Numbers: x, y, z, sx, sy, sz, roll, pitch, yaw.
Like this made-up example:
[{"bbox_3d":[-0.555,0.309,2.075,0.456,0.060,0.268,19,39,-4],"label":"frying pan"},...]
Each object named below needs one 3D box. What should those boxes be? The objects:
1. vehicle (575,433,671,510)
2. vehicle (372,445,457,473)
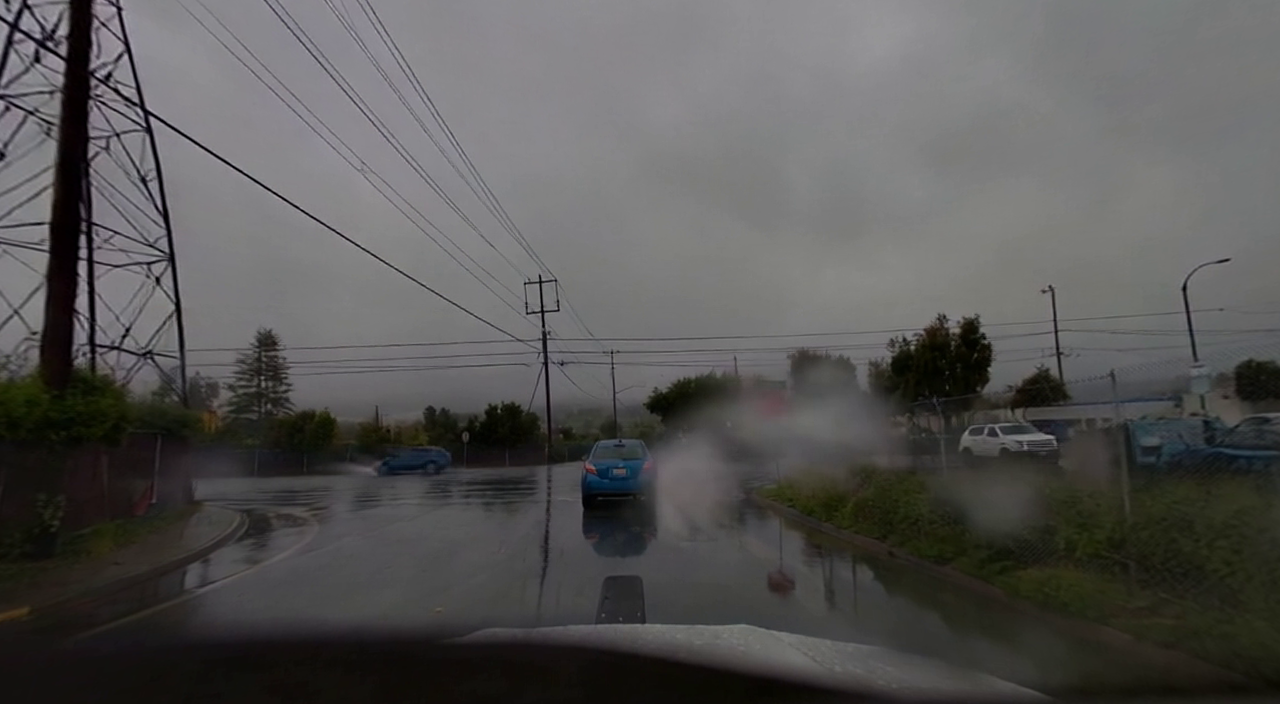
[{"bbox_3d":[-0.504,2.986,16.311,2.137,1.698,4.166,0,-8,-4],"label":"vehicle"},{"bbox_3d":[-13.975,6.645,39.353,4.667,1.614,1.820,1,-8,-8],"label":"vehicle"}]
